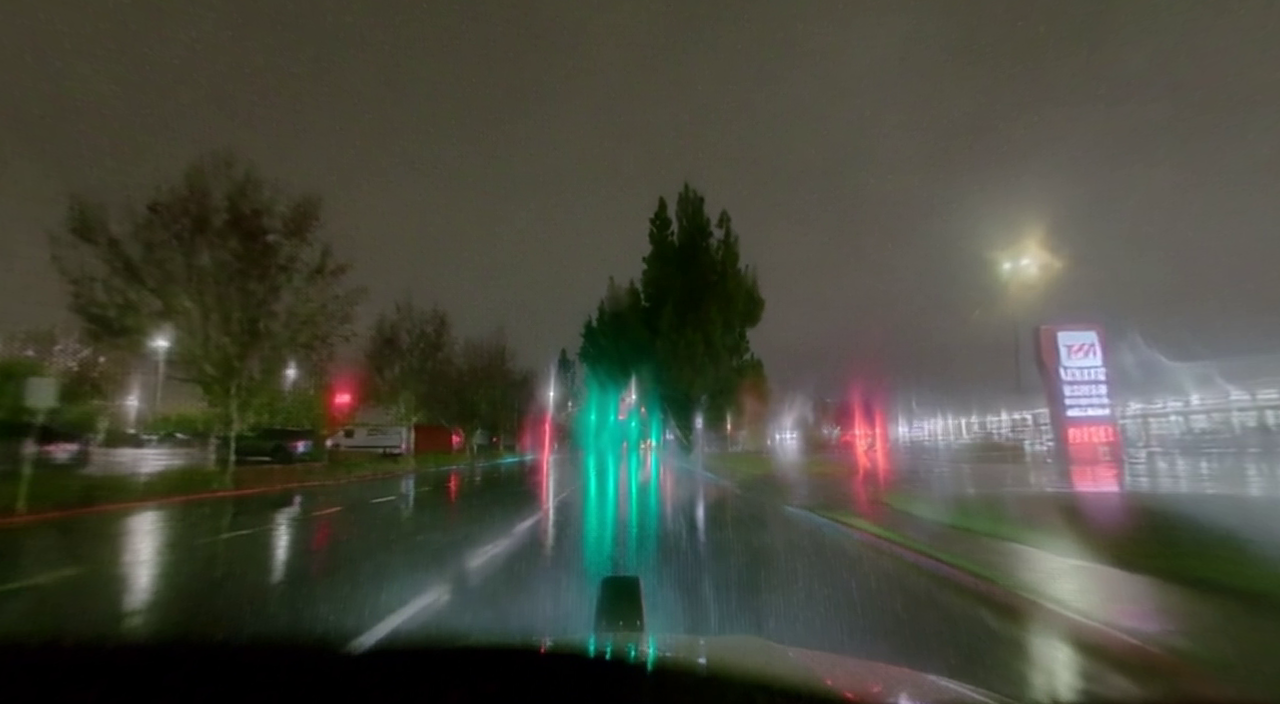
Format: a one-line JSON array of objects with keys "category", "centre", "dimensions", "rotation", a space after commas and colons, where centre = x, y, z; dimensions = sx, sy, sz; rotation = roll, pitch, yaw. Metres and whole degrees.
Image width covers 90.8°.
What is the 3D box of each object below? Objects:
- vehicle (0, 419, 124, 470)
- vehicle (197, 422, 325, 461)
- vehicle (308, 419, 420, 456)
[{"category": "vehicle", "centre": [-18.473, 2.791, 19.030], "dimensions": [4.238, 1.459, 1.753], "rotation": [0, -9, 0]}, {"category": "vehicle", "centre": [-19.466, 4.636, 32.651], "dimensions": [5.109, 1.891, 2.206], "rotation": [0, -9, -1]}, {"category": "vehicle", "centre": [-19.859, 6.193, 45.741], "dimensions": [6.919, 2.613, 2.356], "rotation": [1, -9, -5]}]
